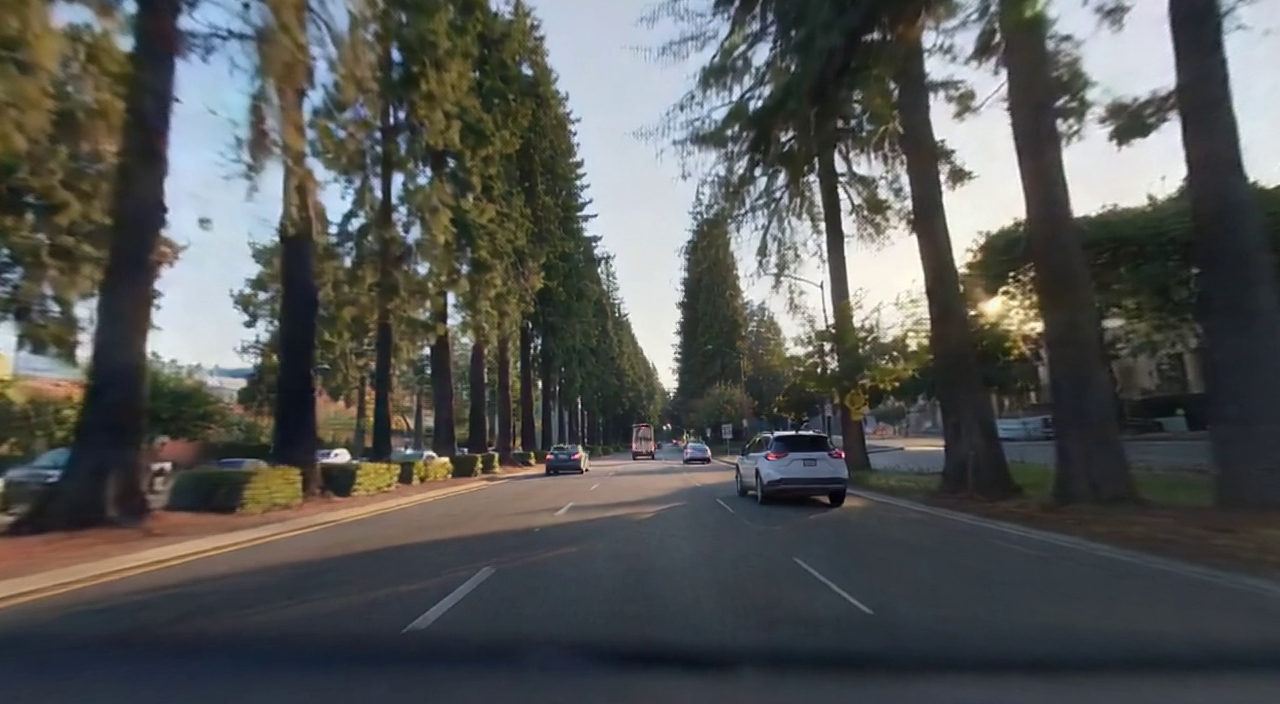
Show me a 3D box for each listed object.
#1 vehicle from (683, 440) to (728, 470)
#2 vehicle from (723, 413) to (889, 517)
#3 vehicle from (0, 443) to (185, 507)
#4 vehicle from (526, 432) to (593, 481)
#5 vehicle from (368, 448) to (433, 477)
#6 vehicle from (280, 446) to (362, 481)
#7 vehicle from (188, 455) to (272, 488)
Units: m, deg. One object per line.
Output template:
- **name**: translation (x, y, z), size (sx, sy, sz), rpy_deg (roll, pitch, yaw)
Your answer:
- **vehicle**: translation (4.028, 6.374, 39.296), size (2.280, 1.757, 4.572), rpy_deg (0, -8, 0)
- **vehicle**: translation (3.608, 2.636, 15.278), size (2.381, 2.008, 5.971), rpy_deg (0, -8, 0)
- **vehicle**: translation (-17.592, 3.851, 20.310), size (2.124, 1.803, 4.878), rpy_deg (0, -8, 1)
- **vehicle**: translation (-3.397, 4.525, 27.619), size (2.255, 1.940, 4.822), rpy_deg (0, -8, 0)
- **vehicle**: translation (-13.592, 6.253, 36.027), size (1.887, 1.513, 4.442), rpy_deg (0, -8, 1)
- **vehicle**: translation (-17.535, 6.124, 34.935), size (2.059, 1.780, 4.641), rpy_deg (0, -8, 1)
- **vehicle**: translation (-24.257, 7.062, 37.531), size (2.173, 1.674, 4.690), rpy_deg (1, -8, -6)
